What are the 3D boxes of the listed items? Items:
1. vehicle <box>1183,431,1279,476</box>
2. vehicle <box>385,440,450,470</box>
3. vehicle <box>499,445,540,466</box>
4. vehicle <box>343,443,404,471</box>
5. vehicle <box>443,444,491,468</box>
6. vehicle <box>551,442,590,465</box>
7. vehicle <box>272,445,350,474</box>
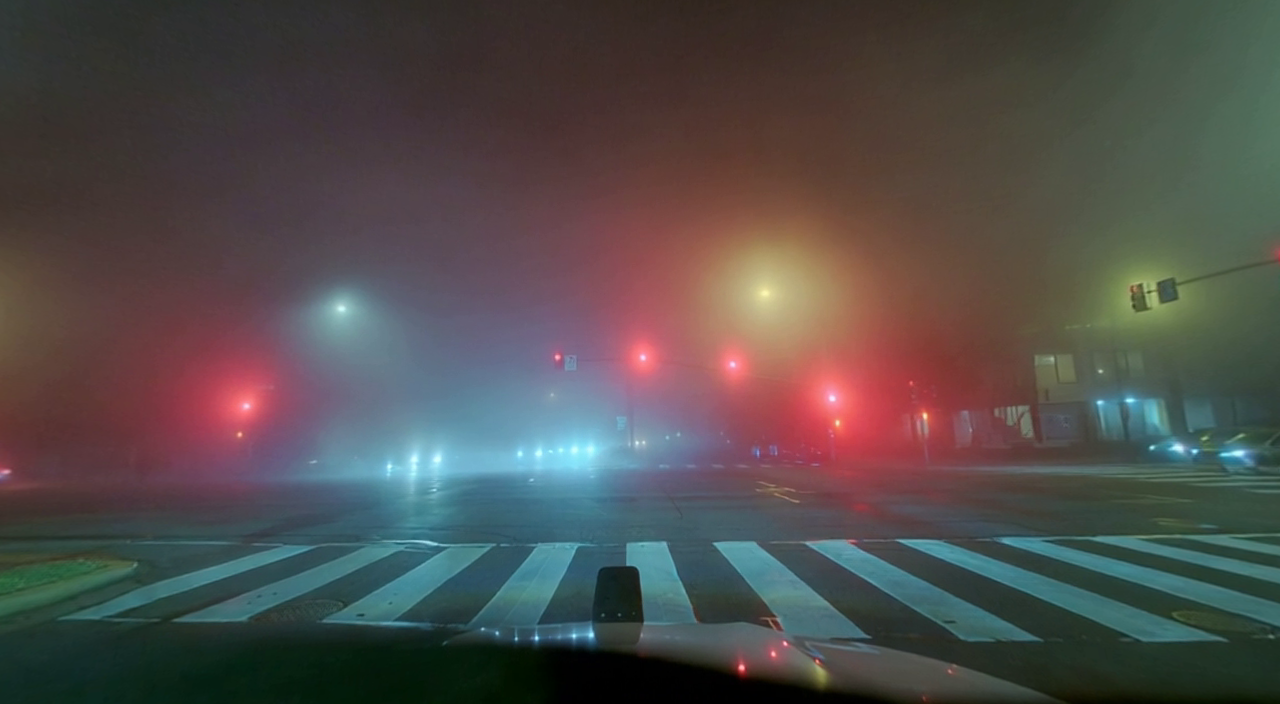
[{"bbox_3d":[22.320,3.573,22.253,4.474,1.477,1.908,0,-9,-3],"label":"vehicle"},{"bbox_3d":[-15.138,7.027,43.172,2.340,1.946,5.450,0,-9,2],"label":"vehicle"},{"bbox_3d":[-8.095,6.986,42.625,1.910,1.321,3.692,0,-9,2],"label":"vehicle"},{"bbox_3d":[-18.545,7.322,43.998,2.237,1.801,4.541,0,-9,1],"label":"vehicle"},{"bbox_3d":[-11.641,7.037,42.727,1.911,1.476,4.297,-1,-9,2],"label":"vehicle"},{"bbox_3d":[-4.530,6.690,41.685,1.954,1.431,4.050,-1,-9,2],"label":"vehicle"},{"bbox_3d":[-21.868,7.138,42.136,2.032,1.839,4.884,-2,-9,9],"label":"vehicle"}]
